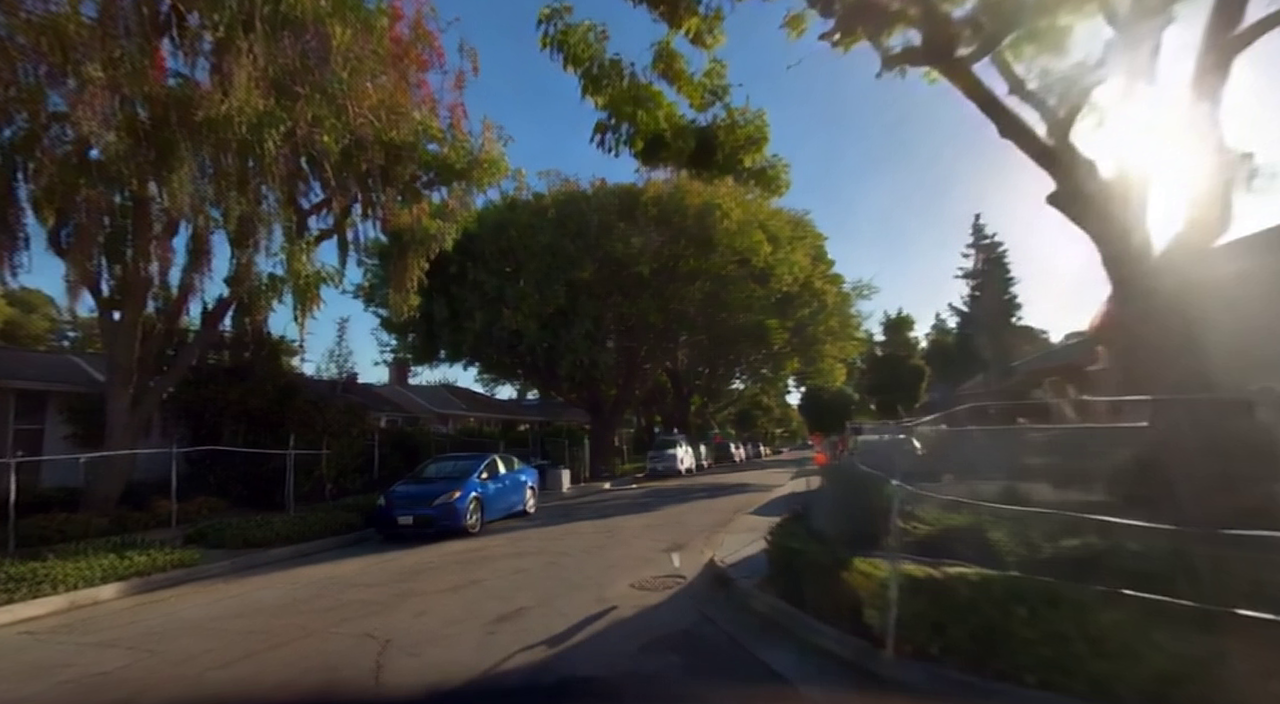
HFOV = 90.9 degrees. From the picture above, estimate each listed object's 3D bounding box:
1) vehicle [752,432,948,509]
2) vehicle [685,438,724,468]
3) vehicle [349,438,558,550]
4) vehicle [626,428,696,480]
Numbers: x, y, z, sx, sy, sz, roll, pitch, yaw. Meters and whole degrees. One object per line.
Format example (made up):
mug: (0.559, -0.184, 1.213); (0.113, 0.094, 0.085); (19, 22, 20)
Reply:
vehicle: (4.654, 2.503, 13.872); (4.070, 1.436, 1.827); (4, -9, -31)
vehicle: (4.038, 6.171, 38.792); (1.765, 1.493, 4.130); (0, -6, 14)
vehicle: (-3.243, 2.501, 11.963); (1.899, 1.524, 4.082); (1, -6, 14)
vehicle: (1.060, 4.483, 28.335); (2.042, 1.937, 4.960); (1, -5, 15)
